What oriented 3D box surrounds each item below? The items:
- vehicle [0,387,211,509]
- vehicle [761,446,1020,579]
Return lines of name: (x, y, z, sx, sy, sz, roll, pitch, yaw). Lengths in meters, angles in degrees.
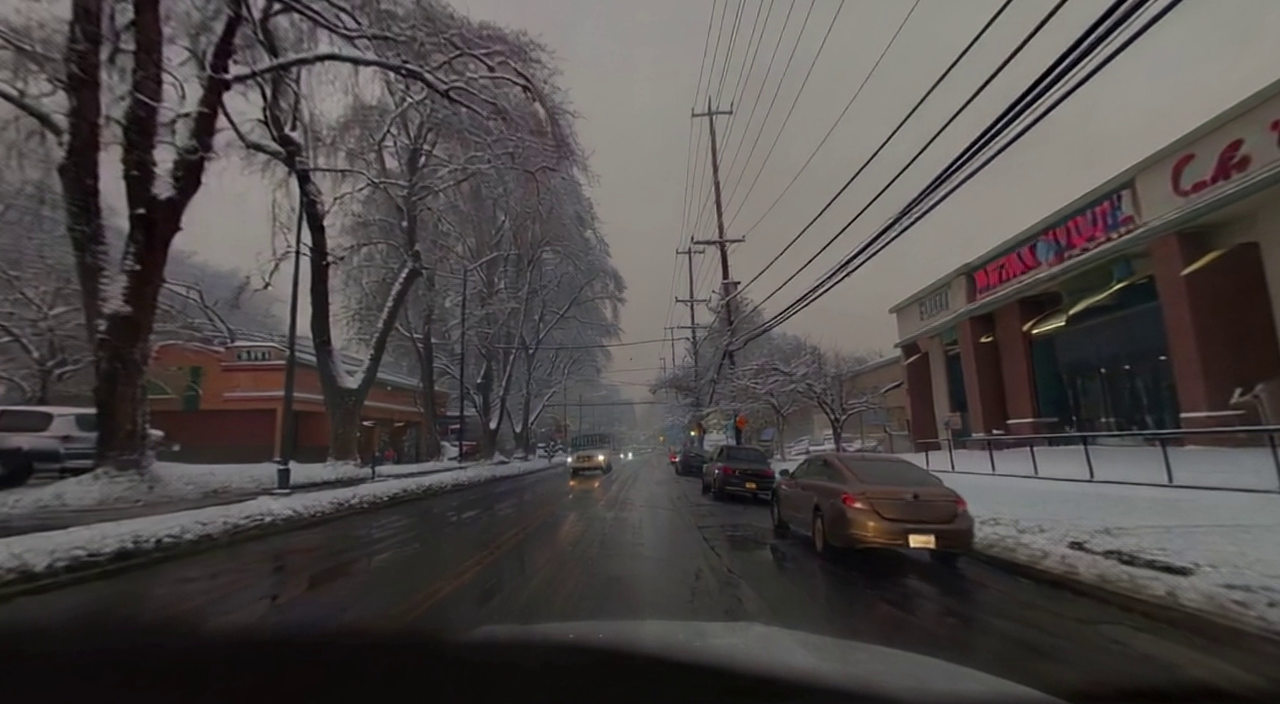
vehicle: (-15.387, 2.618, 17.620, 2.715, 2.789, 6.225, 0, -8, -4)
vehicle: (3.054, 2.001, 8.712, 1.877, 1.373, 3.854, 0, -8, -2)
